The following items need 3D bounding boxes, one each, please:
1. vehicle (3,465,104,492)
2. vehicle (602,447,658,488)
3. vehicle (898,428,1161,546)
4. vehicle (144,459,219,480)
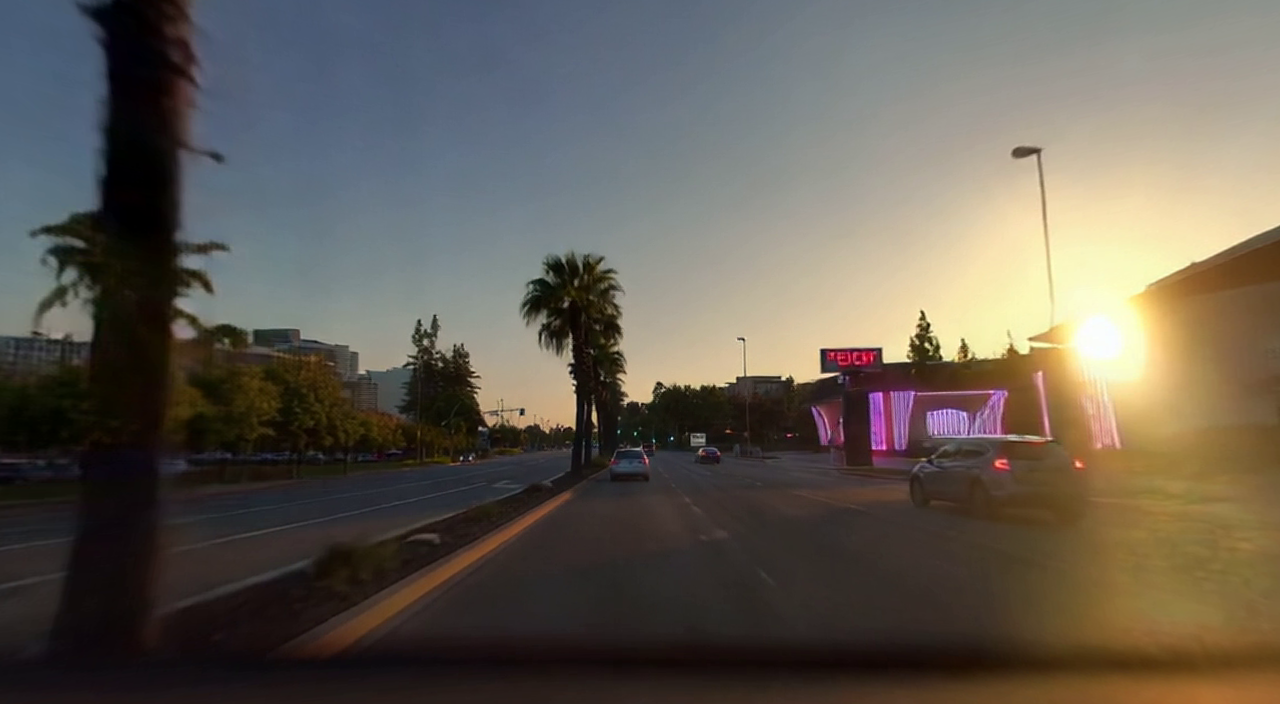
[{"bbox_3d":[-33.819,7.299,36.357,4.047,1.400,1.866,0,-8,3],"label":"vehicle"},{"bbox_3d":[-0.366,4.356,24.115,1.970,1.402,3.756,0,-8,0],"label":"vehicle"},{"bbox_3d":[6.313,2.196,10.887,1.949,1.647,3.894,0,-8,-2],"label":"vehicle"},{"bbox_3d":[-33.561,8.577,46.120,3.986,1.432,1.885,0,-8,0],"label":"vehicle"}]
